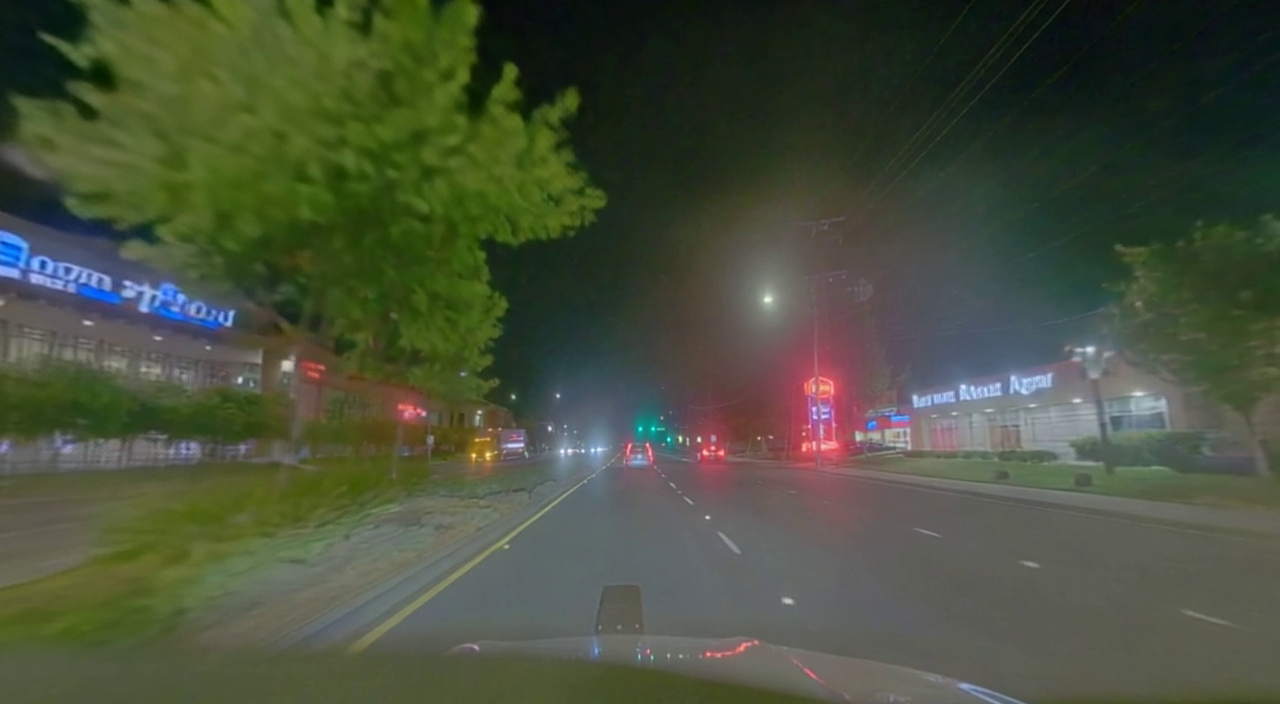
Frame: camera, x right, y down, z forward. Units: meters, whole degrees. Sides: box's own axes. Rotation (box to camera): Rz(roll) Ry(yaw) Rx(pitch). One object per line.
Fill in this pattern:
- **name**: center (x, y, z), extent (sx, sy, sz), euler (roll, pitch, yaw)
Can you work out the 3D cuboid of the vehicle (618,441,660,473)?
- **vehicle**: center (-0.079, 5.536, 33.613), extent (2.072, 1.545, 4.578), euler (0, -8, 0)
